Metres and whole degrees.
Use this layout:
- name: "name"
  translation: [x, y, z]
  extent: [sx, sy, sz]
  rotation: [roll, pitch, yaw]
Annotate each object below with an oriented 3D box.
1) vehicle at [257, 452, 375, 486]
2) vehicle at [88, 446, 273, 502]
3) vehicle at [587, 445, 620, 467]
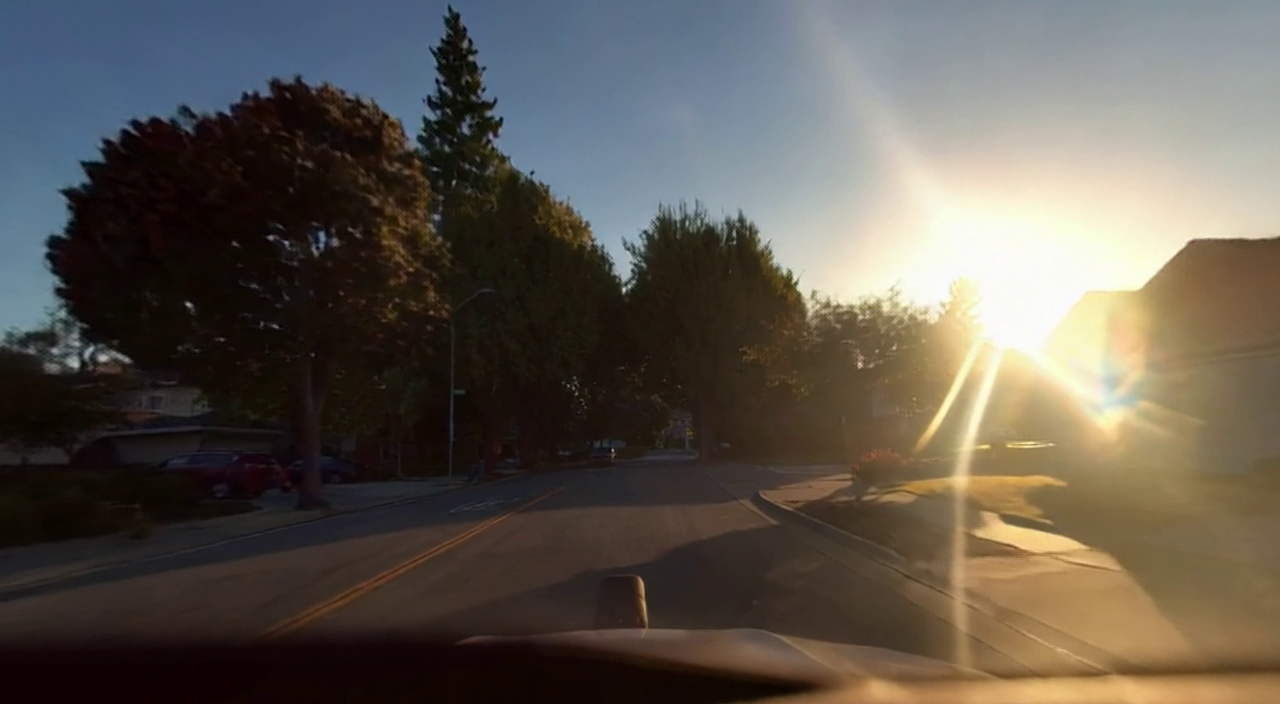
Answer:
- name: "vehicle"
  translation: [-14.803, 5.349, 29.057]
  extent: [4.370, 1.482, 1.926]
  rotation: [0, -9, 3]
- name: "vehicle"
  translation: [-14.504, 3.857, 20.180]
  extent: [4.237, 1.687, 1.970]
  rotation: [1, -9, -3]
- name: "vehicle"
  translation: [-2.822, 8.205, 49.807]
  extent: [2.025, 1.660, 4.151]
  rotation: [-1, -9, 5]
